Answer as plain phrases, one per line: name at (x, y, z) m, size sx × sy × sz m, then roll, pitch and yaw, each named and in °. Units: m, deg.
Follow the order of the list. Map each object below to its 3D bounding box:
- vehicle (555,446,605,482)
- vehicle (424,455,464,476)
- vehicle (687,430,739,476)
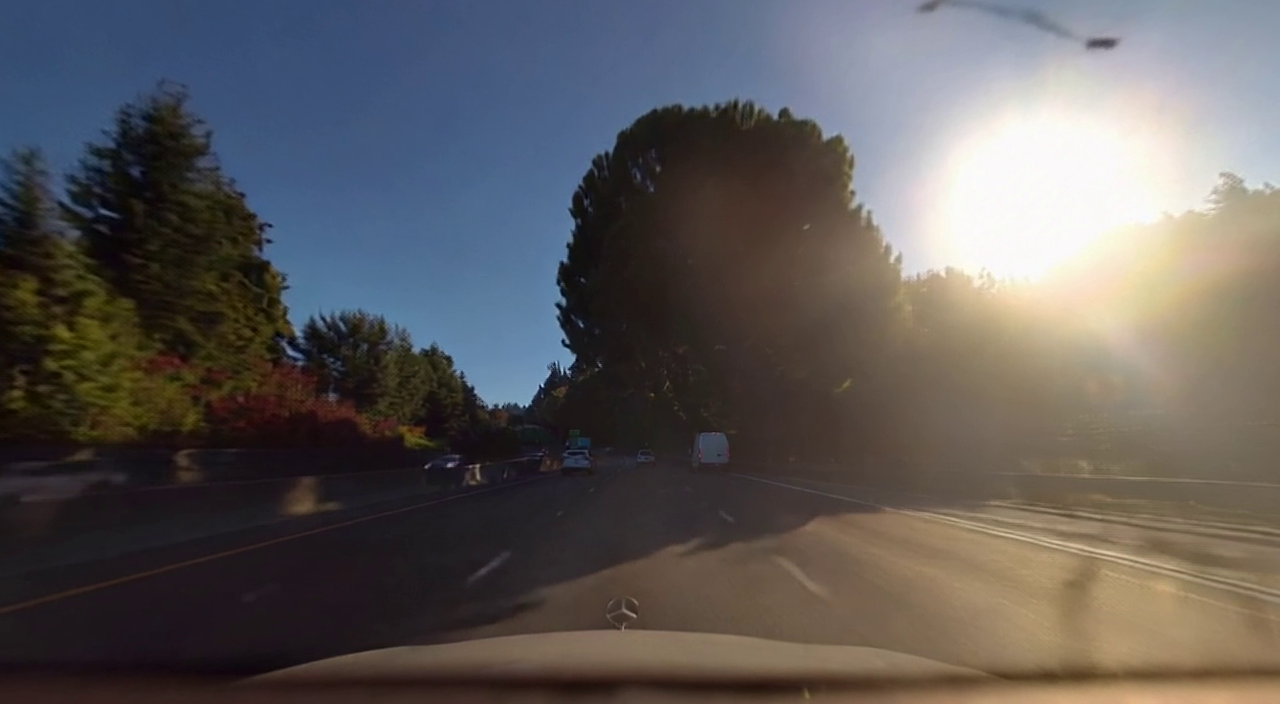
vehicle at (-2.819, 5.390, 30.621) m, size 1.964 × 1.618 × 4.489 m, roll 0°, pitch -9°, yaw 1°
vehicle at (-15.305, 8.854, 49.325) m, size 1.830 × 1.557 × 3.942 m, roll 0°, pitch -9°, yaw 1°
vehicle at (4.354, 6.167, 38.682) m, size 2.469 × 2.591 × 5.653 m, roll 0°, pitch -9°, yaw 0°
